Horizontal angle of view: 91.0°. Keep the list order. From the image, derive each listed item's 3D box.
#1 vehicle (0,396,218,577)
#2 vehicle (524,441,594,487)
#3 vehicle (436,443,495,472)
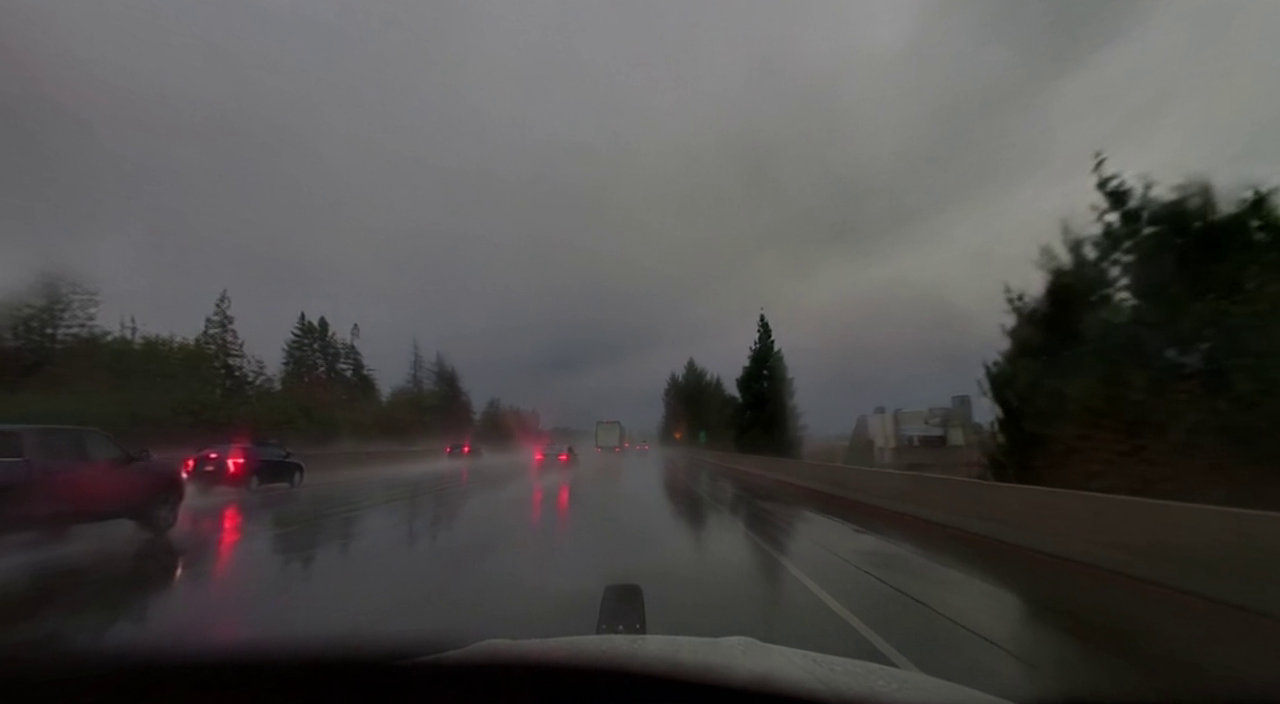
[{"bbox_3d":[-7.395,1.369,6.499,2.115,1.778,5.572,0,-9,1],"label":"vehicle"},{"bbox_3d":[-2.890,4.105,23.402,1.931,1.528,4.126,0,-9,2],"label":"vehicle"},{"bbox_3d":[-9.825,5.968,35.770,2.036,1.506,4.358,0,-9,1],"label":"vehicle"}]
